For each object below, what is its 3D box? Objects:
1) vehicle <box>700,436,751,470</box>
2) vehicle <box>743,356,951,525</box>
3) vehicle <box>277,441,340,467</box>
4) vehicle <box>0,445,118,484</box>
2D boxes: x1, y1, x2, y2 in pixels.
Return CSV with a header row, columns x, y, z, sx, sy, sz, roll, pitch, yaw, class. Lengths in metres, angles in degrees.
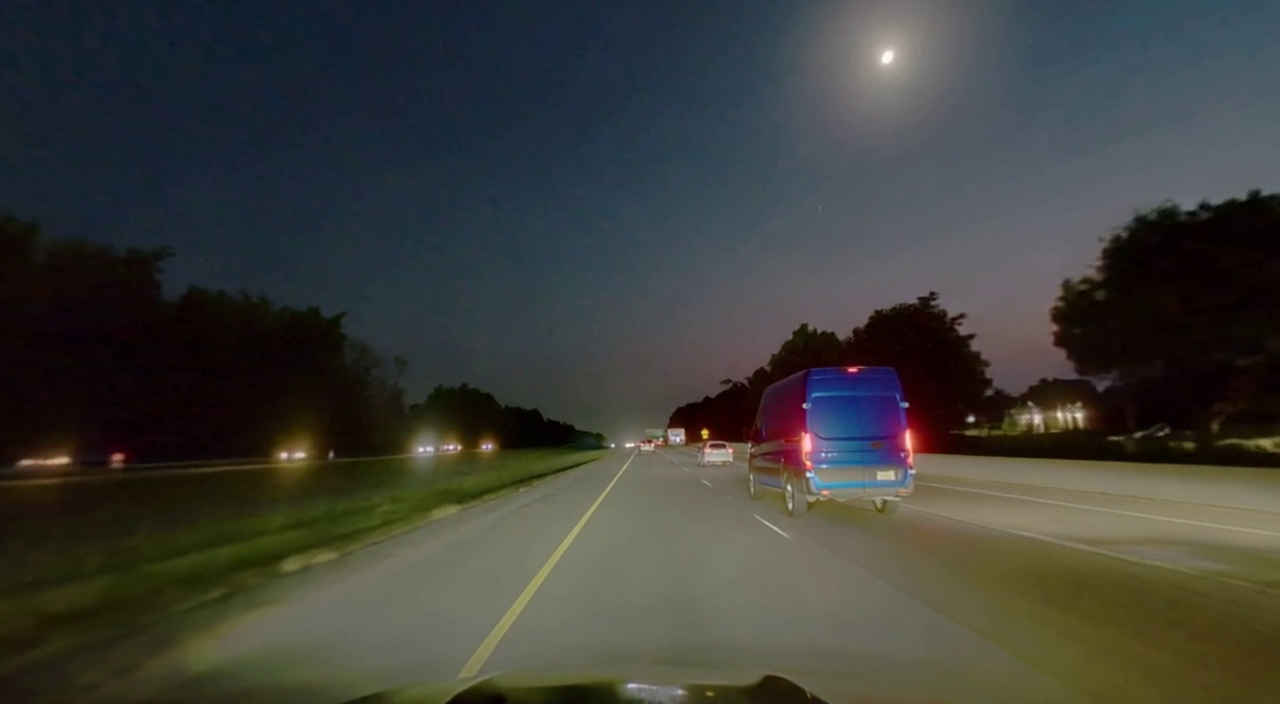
x,y,z,sx,sy,sz,roll,pitch,yaw,class
4.460,5.330,33.428,2.034,1.651,4.342,0,-8,-1,vehicle
3.742,1.817,12.983,2.302,2.670,5.912,0,-8,1,vehicle
-24.140,7.451,46.143,2.018,1.758,4.587,0,-8,1,vehicle
-28.336,5.382,30.601,2.020,1.725,4.561,0,-8,1,vehicle
